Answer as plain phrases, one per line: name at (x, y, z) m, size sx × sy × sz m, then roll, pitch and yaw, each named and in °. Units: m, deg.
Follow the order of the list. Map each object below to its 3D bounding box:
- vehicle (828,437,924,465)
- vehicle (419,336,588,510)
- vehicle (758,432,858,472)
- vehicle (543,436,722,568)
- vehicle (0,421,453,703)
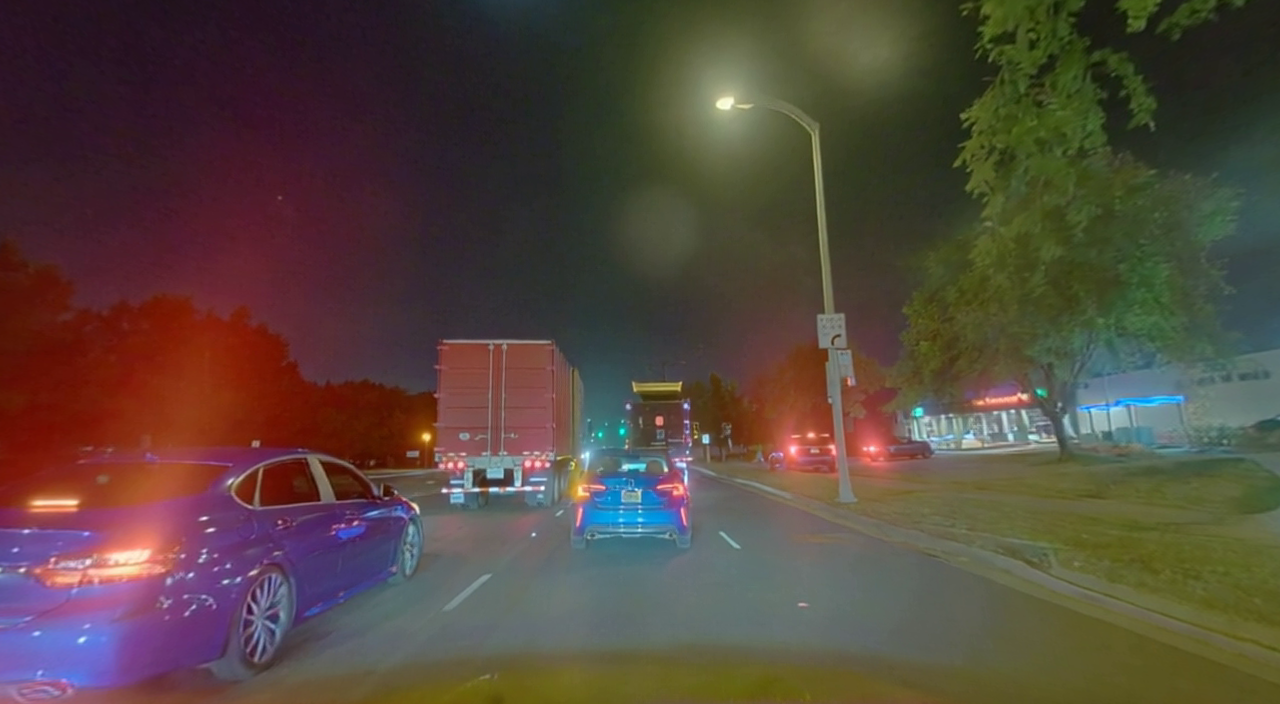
vehicle at (13.072, 5.521, 35.027) m, size 4.574 × 1.478 × 1.880 m, roll 0°, pitch -9°, yaw 3°
vehicle at (-3.258, 2.047, 17.319) m, size 3.020 × 3.800 × 7.105 m, roll 0°, pitch -9°, yaw 0°
vehicle at (8.390, 5.047, 31.842) m, size 2.061 × 1.845 × 4.829 m, roll 5°, pitch -10°, yaw -29°
vehicle at (-0.115, 2.046, 9.384) m, size 2.067 × 1.506 × 4.118 m, roll 0°, pitch -9°, yaw -1°
vehicle at (-3.066, 1.346, 4.731) m, size 1.969 × 1.471 × 4.378 m, roll 0°, pitch -9°, yaw 0°
